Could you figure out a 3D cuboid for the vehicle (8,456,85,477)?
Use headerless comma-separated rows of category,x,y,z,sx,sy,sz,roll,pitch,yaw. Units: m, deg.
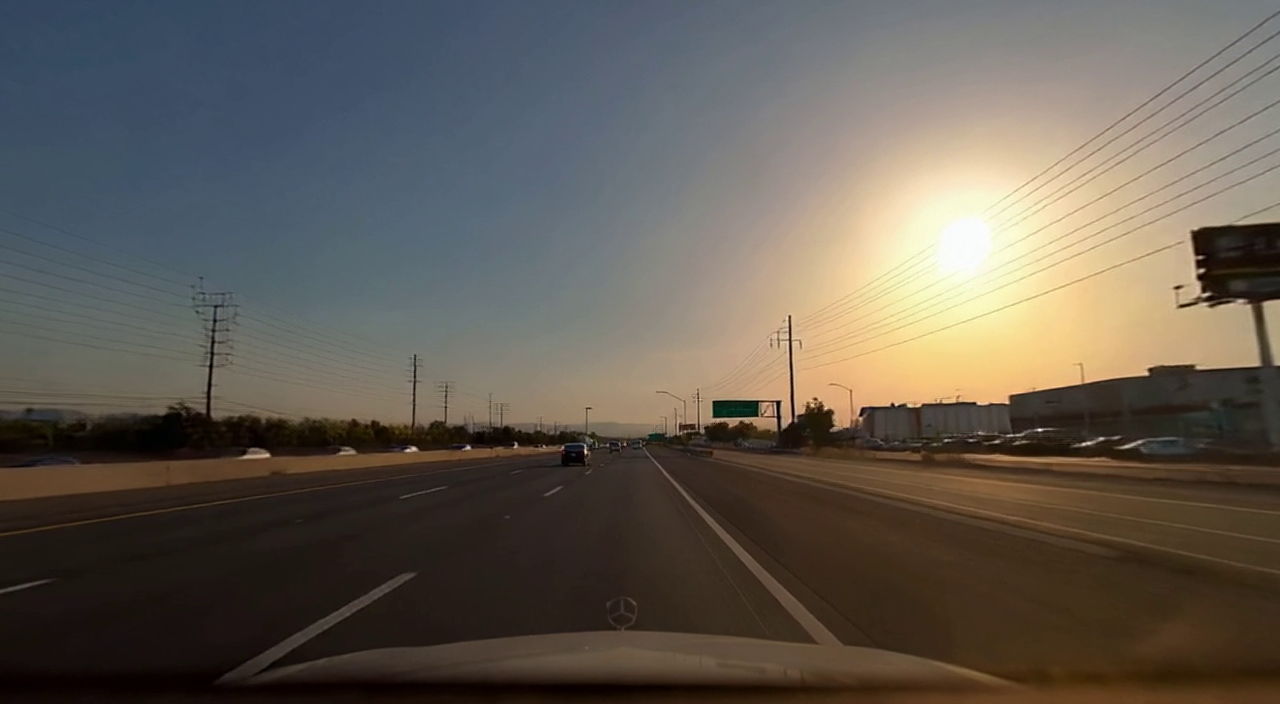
vehicle,-45.912,8.816,48.986,1.856,1.470,4.231,0,-8,0

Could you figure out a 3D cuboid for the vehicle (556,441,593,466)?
vehicle,-4.241,6.667,41.660,1.940,1.479,4.545,0,-8,0
